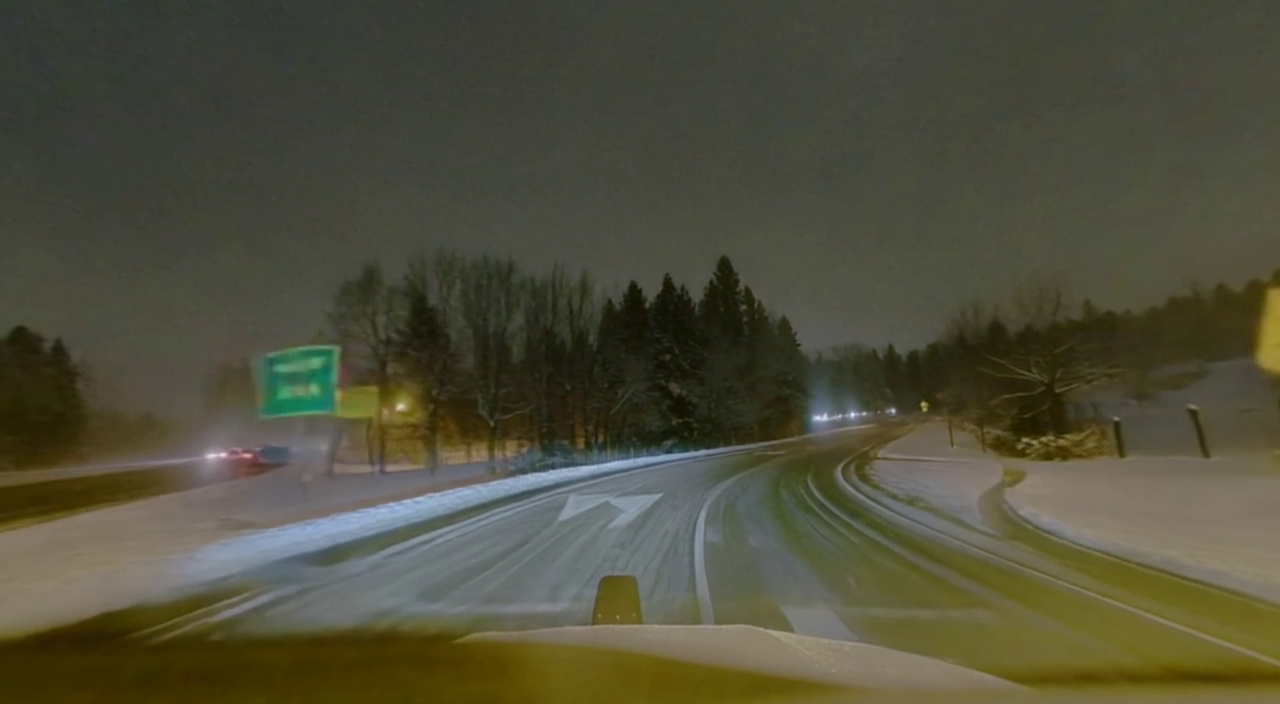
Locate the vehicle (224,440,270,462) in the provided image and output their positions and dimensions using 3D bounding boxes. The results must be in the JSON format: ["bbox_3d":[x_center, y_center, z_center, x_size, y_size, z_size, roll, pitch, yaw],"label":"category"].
[{"bbox_3d":[-28.428,7.175,45.819,2.108,1.472,4.099,3,-9,-22],"label":"vehicle"}]
